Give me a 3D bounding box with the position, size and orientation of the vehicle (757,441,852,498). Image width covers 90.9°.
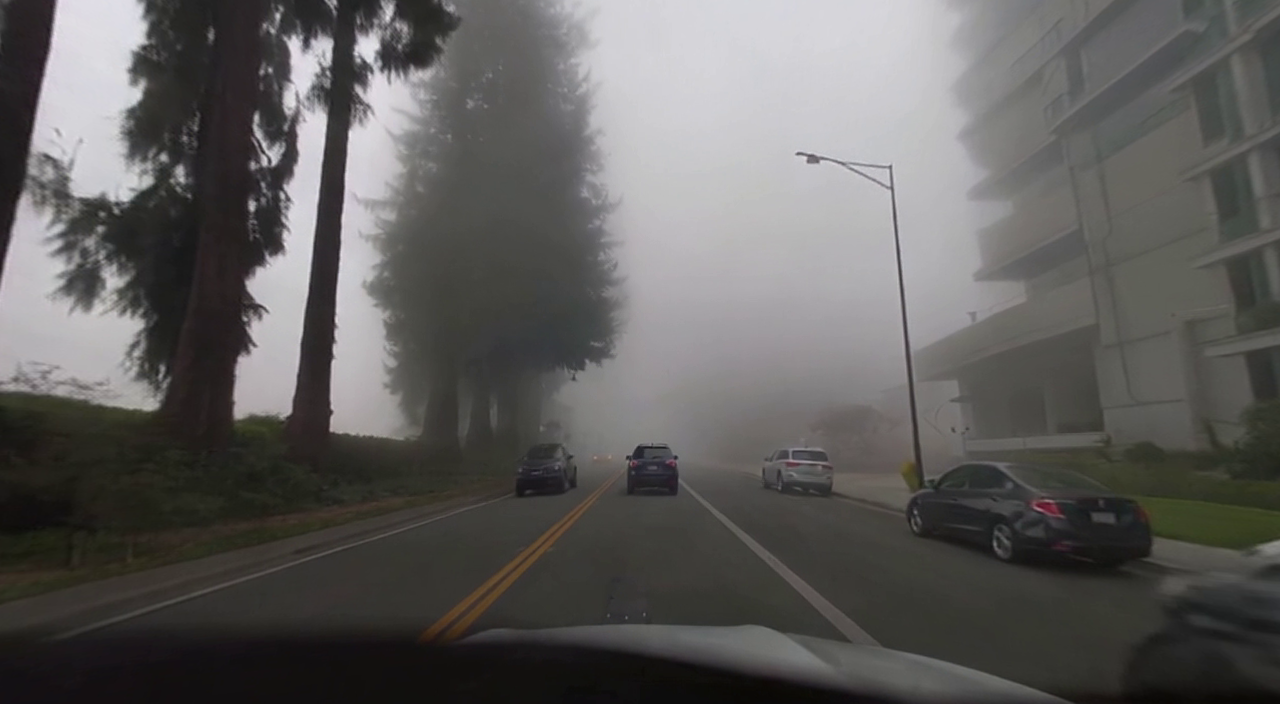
[{"bbox_3d":[5.685,4.103,22.458,2.059,1.813,4.637,0,-9,-1],"label":"vehicle"}]

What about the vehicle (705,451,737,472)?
[{"bbox_3d":[6.176,8.389,48.454,1.885,1.467,4.546,0,-9,0],"label":"vehicle"}]

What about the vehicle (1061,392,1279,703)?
[{"bbox_3d":[2.822,0.710,0.622,1.991,1.536,4.116,0,-9,1],"label":"vehicle"}]

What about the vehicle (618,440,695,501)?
[{"bbox_3d":[0.476,3.554,19.309,2.105,1.653,3.887,0,-9,1],"label":"vehicle"}]

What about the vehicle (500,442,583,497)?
[{"bbox_3d":[-3.325,4.086,22.348,2.167,1.717,4.448,0,-9,1],"label":"vehicle"}]

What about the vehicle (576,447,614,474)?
[{"bbox_3d":[-2.953,7.212,42.148,2.124,1.731,4.227,0,-9,1],"label":"vehicle"}]
